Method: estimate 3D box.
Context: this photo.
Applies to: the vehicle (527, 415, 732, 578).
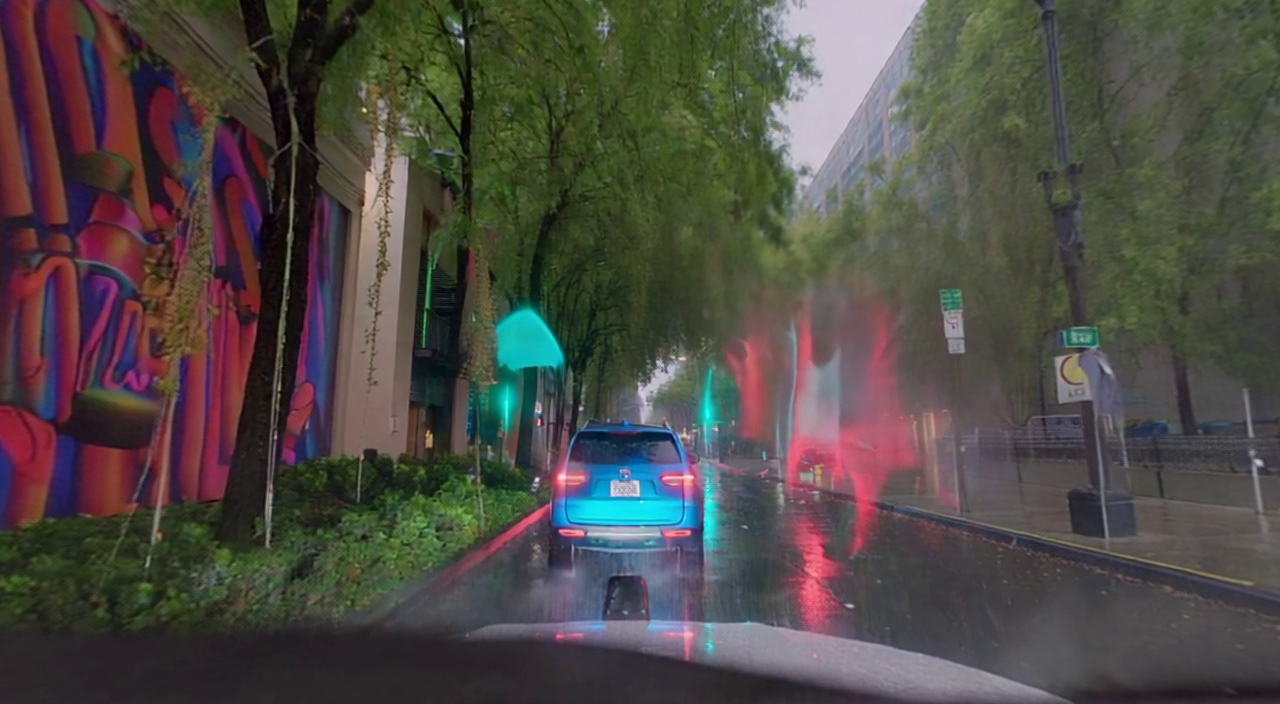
[{"bbox_3d":[-0.134,1.756,8.404,2.079,1.621,3.861,0,-8,-1],"label":"vehicle"}]
